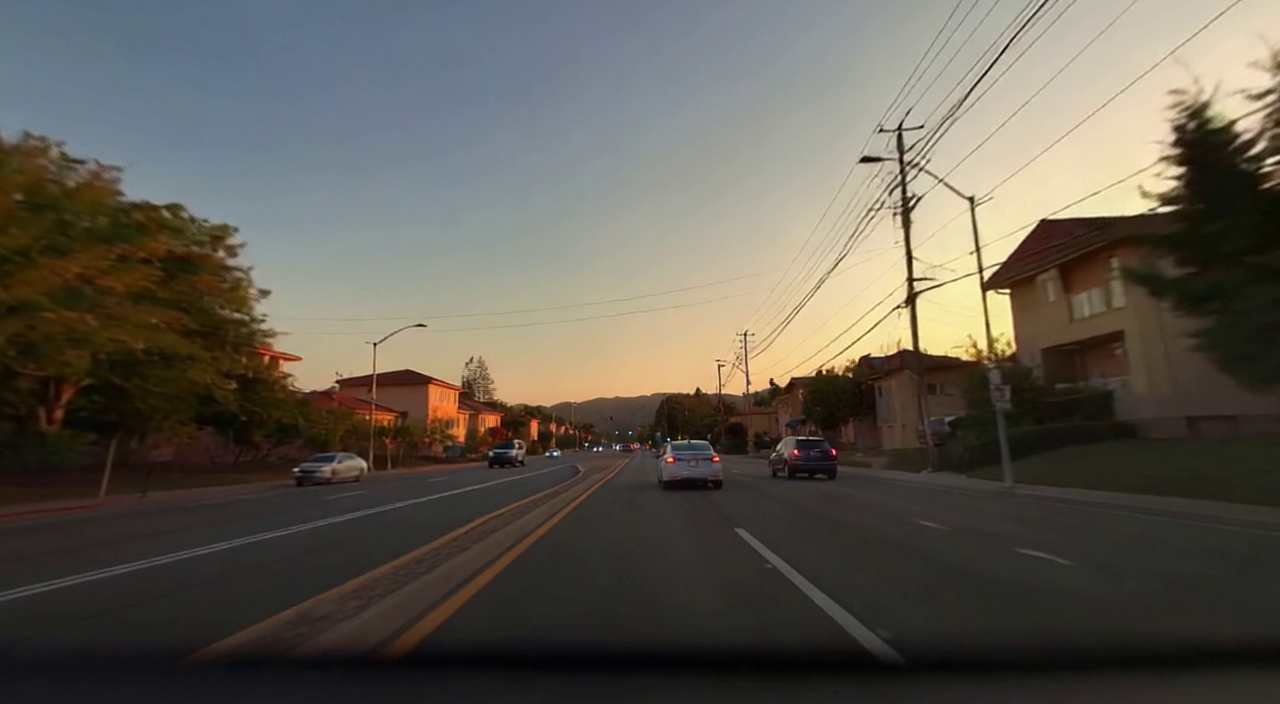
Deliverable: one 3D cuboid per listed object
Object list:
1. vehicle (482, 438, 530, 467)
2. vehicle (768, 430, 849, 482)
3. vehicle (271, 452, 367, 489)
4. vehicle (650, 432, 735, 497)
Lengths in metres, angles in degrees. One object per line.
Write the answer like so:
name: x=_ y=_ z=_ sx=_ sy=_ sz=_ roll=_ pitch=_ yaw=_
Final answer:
vehicle: x=-10.413 y=7.907 z=49.559 sx=2.423 sy=2.132 sz=5.881 roll=-1 pitch=-9 yaw=0
vehicle: x=6.670 y=4.189 z=25.451 sx=2.061 sy=1.889 sz=4.268 roll=0 pitch=-9 yaw=0
vehicle: x=-14.693 y=5.434 z=29.200 sx=1.980 sy=1.513 sz=4.583 roll=-1 pitch=-9 yaw=1
vehicle: x=1.455 y=3.355 z=19.124 sx=2.138 sy=1.702 sz=4.168 roll=0 pitch=-9 yaw=-1
